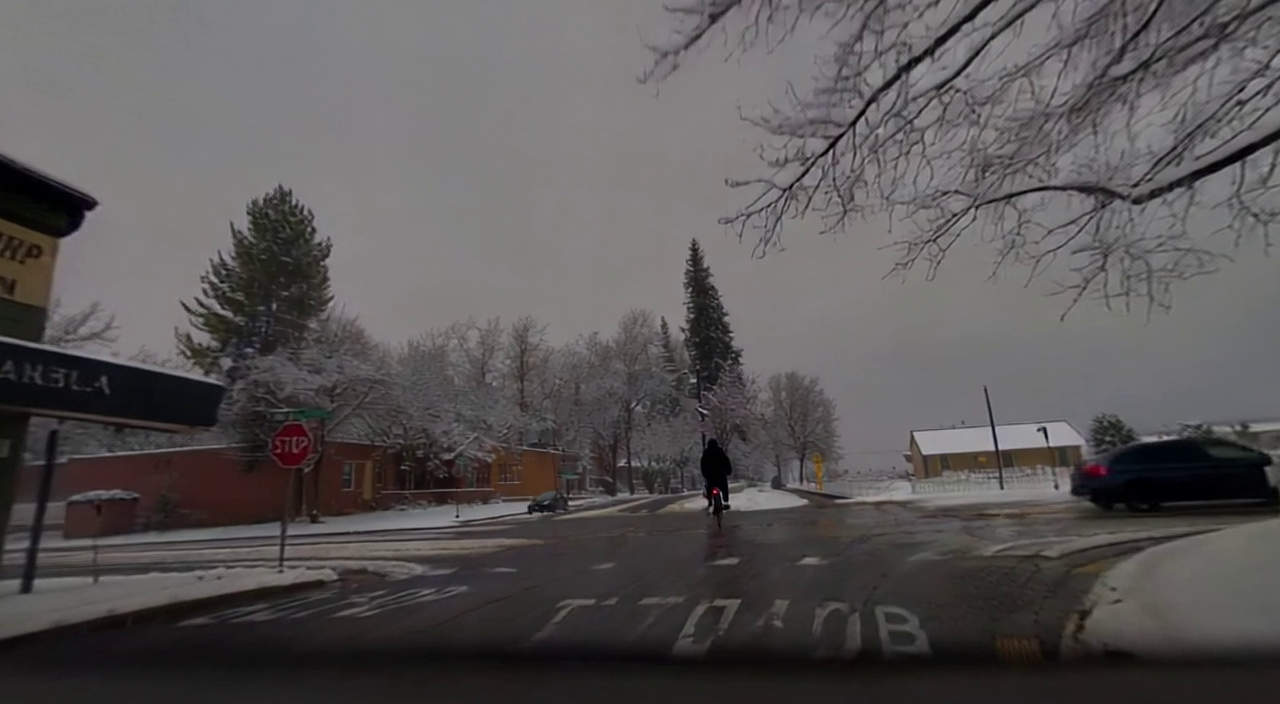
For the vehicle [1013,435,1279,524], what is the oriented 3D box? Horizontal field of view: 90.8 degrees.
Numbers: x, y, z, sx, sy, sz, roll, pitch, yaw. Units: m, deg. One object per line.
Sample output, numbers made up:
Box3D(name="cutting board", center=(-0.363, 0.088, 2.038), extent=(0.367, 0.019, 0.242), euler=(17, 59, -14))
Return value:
Box3D(name="vehicle", center=(10.379, 2.348, 11.983), extent=(5.323, 1.479, 2.112), euler=(-3, -9, 21))
